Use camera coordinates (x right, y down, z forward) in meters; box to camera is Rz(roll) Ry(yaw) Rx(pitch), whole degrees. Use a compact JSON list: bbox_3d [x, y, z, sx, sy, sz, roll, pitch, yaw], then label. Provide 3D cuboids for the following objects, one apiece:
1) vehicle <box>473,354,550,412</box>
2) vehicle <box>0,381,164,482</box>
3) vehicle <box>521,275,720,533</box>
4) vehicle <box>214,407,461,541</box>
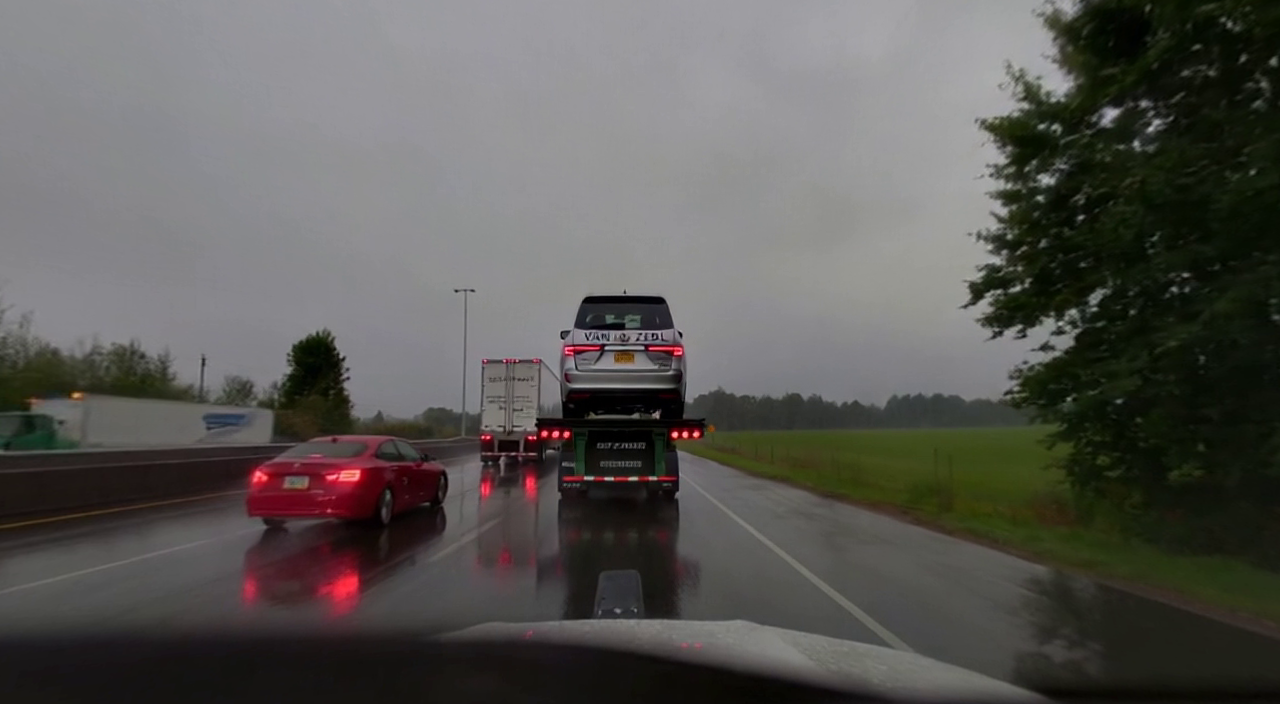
[{"bbox_3d":[-4.694,1.273,23.716,2.118,1.799,4.591,0,-7,-3],"label":"vehicle"},{"bbox_3d":[-24.846,3.444,27.230,2.977,3.792,7.060,0,-8,-1],"label":"vehicle"},{"bbox_3d":[-0.421,1.287,13.492,2.738,3.628,9.223,0,-7,-2],"label":"vehicle"},{"bbox_3d":[-4.440,1.823,10.177,1.914,1.675,4.331,0,-7,-1],"label":"vehicle"}]
